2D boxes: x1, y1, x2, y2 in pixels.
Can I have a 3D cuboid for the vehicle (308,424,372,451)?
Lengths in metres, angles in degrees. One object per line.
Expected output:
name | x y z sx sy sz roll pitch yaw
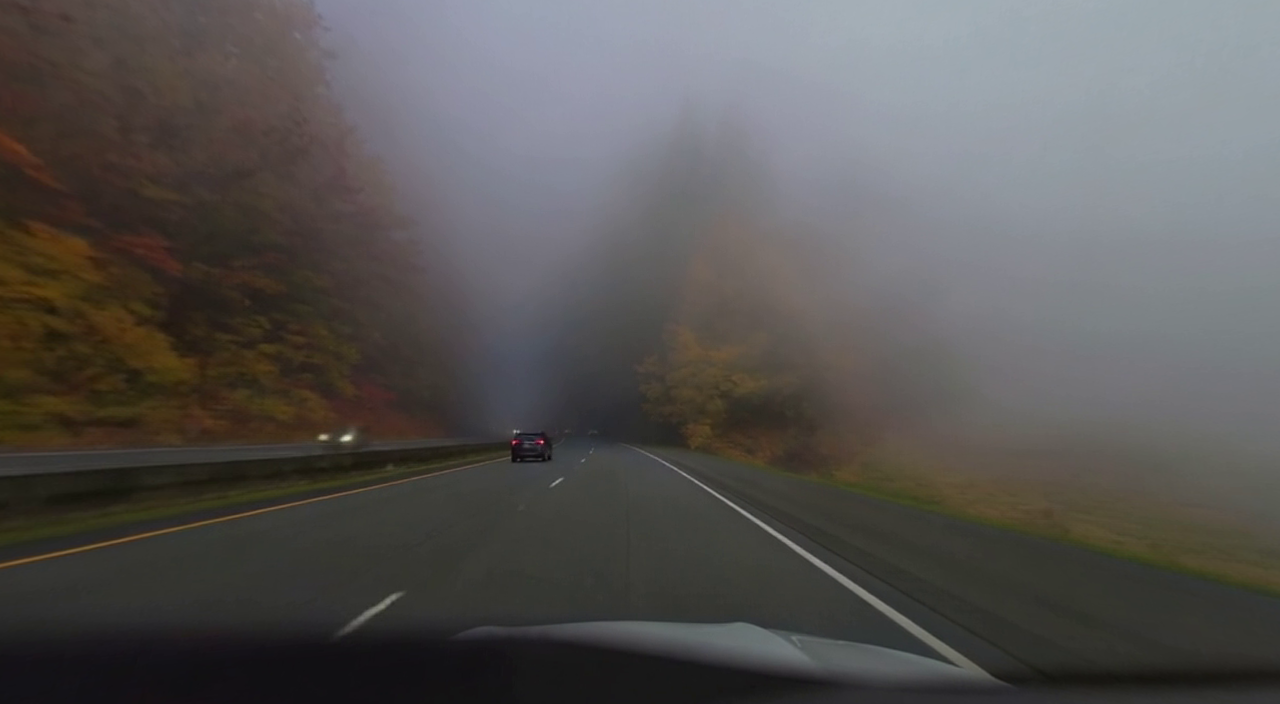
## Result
vehicle | -18.008 5.161 37.972 1.900 1.517 4.102 0 -8 -1

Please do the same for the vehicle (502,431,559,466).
vehicle | -5.176 4.628 30.345 2.073 1.559 4.393 0 -8 -1
